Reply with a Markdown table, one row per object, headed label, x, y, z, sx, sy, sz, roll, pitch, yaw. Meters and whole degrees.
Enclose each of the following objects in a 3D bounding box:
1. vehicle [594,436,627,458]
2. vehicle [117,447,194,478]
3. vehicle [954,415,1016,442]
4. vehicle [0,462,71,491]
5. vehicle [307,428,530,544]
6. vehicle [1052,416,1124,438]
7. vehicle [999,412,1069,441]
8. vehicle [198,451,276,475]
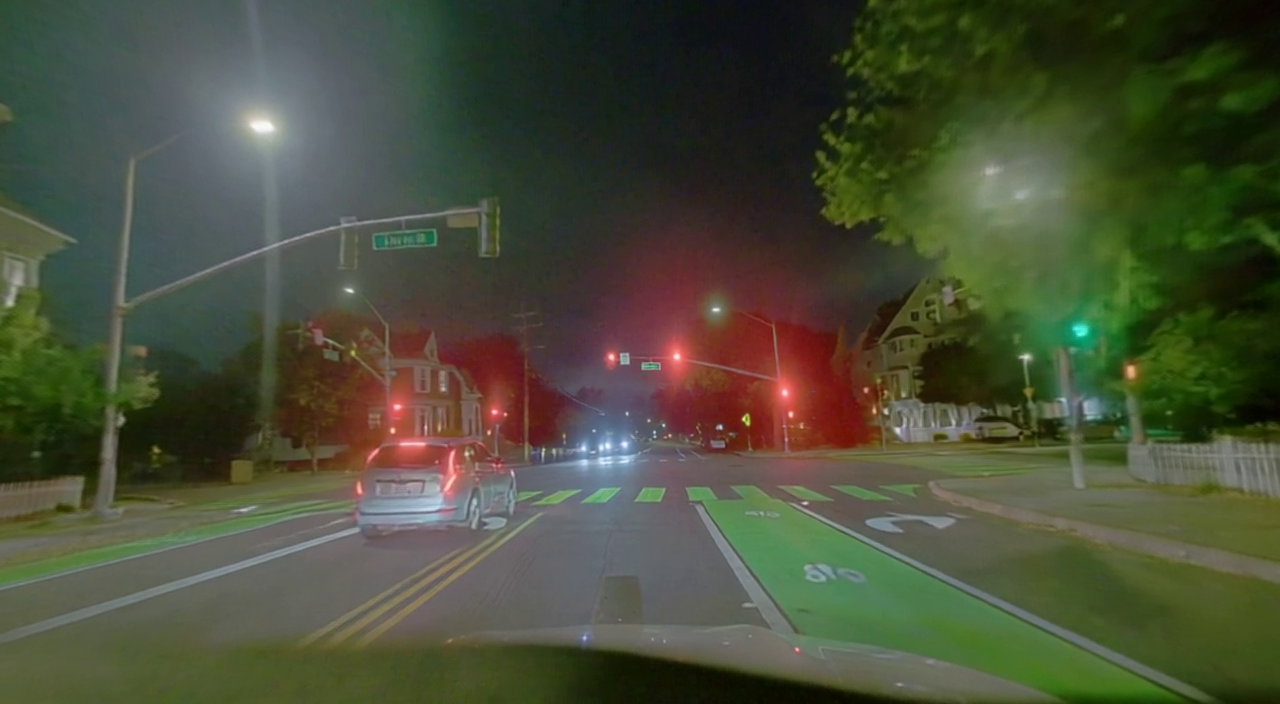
| label | x | y | z | sx | sy | sz | roll | pitch | yaw |
| --- | --- | --- | --- | --- | --- | --- | --- | --- | --- |
| vehicle | -2.096 | 6.825 | 45.427 | 1.982 | 1.472 | 4.103 | -1 | -8 | 3 |
| vehicle | -35.073 | 7.982 | 45.733 | 1.979 | 2.043 | 4.543 | 0 | -8 | 0 |
| vehicle | 24.015 | 5.407 | 44.009 | 1.964 | 1.759 | 4.583 | -1 | -8 | 4 |
| vehicle | -37.922 | 7.659 | 38.806 | 3.835 | 1.665 | 1.826 | -1 | -9 | 3 |
| vehicle | -3.322 | 2.109 | 10.659 | 1.904 | 1.489 | 4.746 | -1 | -8 | 2 |
| vehicle | 30.979 | 5.267 | 43.652 | 1.837 | 1.396 | 4.695 | -1 | -8 | 5 |
| vehicle | 27.163 | 5.215 | 43.579 | 2.033 | 1.821 | 4.542 | -1 | -8 | 3 |
| vehicle | -29.257 | 8.044 | 45.906 | 1.972 | 1.567 | 5.009 | -1 | -8 | 6 |
